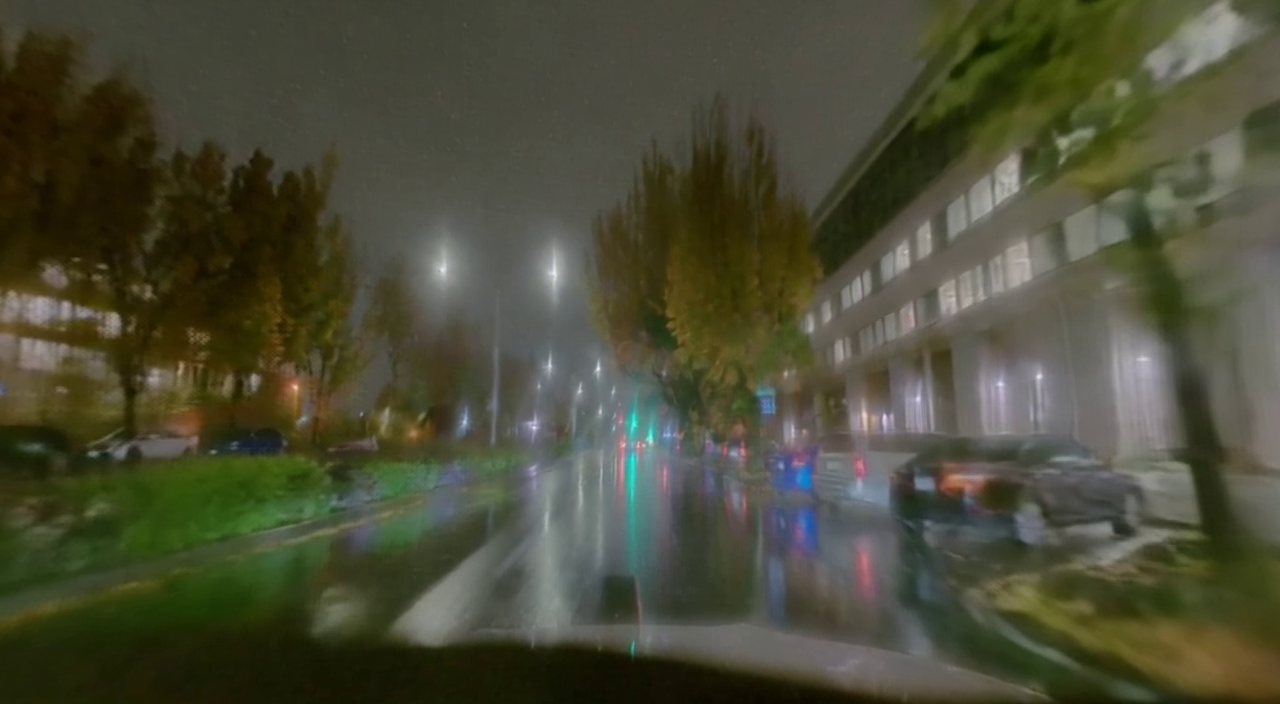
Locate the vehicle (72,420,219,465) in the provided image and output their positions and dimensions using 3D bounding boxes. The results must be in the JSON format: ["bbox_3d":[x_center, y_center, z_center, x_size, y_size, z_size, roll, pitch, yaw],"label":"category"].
[{"bbox_3d":[-18.434,3.421,23.798,1.811,1.502,4.639,-1,-8,0],"label":"vehicle"}]

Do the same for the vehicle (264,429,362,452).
[{"bbox_3d":[-19.178,5.273,37.324,2.389,1.206,6.247,-1,-8,1],"label":"vehicle"}]

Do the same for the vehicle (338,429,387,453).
[{"bbox_3d":[-19.165,6.190,43.633,1.792,1.554,3.682,0,-8,-1],"label":"vehicle"}]

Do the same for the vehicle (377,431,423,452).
[{"bbox_3d":[-18.847,7.074,49.622,1.909,1.518,4.459,-1,-8,0],"label":"vehicle"}]

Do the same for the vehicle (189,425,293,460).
[{"bbox_3d":[-18.730,4.305,29.865,1.869,1.494,4.833,0,-8,-1],"label":"vehicle"}]

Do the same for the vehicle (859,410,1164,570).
[{"bbox_3d":[4.714,1.582,7.930,3.531,1.529,1.903,5,-10,-35],"label":"vehicle"}]
